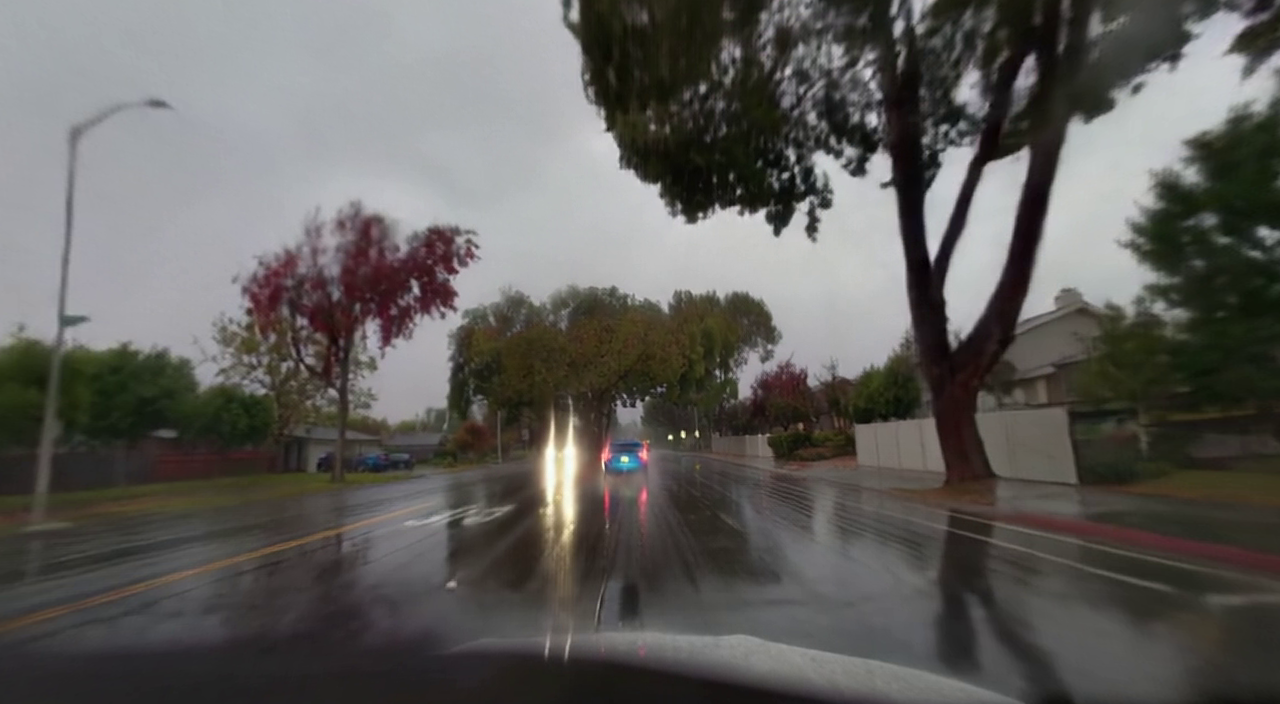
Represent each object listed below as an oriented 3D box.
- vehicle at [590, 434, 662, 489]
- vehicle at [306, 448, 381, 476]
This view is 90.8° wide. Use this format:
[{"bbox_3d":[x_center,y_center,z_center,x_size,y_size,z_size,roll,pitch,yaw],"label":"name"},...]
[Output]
[{"bbox_3d":[-0.430,3.605,21.094,2.181,1.639,4.127,0,-8,0],"label":"vehicle"},{"bbox_3d":[-21.646,8.028,46.247,4.470,1.917,1.932,-1,-9,3],"label":"vehicle"}]
